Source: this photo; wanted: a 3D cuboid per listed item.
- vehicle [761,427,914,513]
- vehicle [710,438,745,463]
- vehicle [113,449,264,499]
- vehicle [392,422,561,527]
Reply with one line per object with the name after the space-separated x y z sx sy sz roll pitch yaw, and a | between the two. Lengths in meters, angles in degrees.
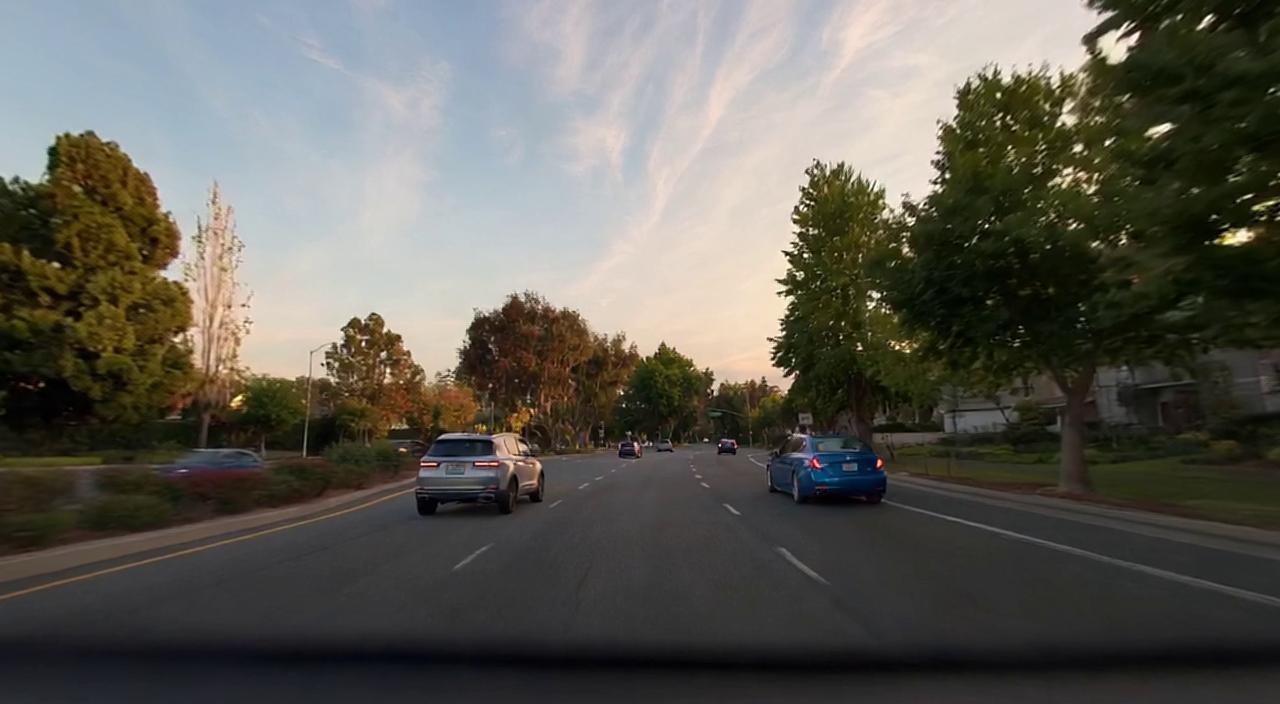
4.281 2.627 14.577 2.132 1.659 4.387 0 -8 1 | vehicle
6.153 6.943 44.701 2.169 1.669 4.037 -1 -8 4 | vehicle
-14.931 4.015 21.239 1.767 1.433 4.352 0 -8 1 | vehicle
-2.953 2.339 12.642 2.045 1.688 4.632 0 -8 1 | vehicle
